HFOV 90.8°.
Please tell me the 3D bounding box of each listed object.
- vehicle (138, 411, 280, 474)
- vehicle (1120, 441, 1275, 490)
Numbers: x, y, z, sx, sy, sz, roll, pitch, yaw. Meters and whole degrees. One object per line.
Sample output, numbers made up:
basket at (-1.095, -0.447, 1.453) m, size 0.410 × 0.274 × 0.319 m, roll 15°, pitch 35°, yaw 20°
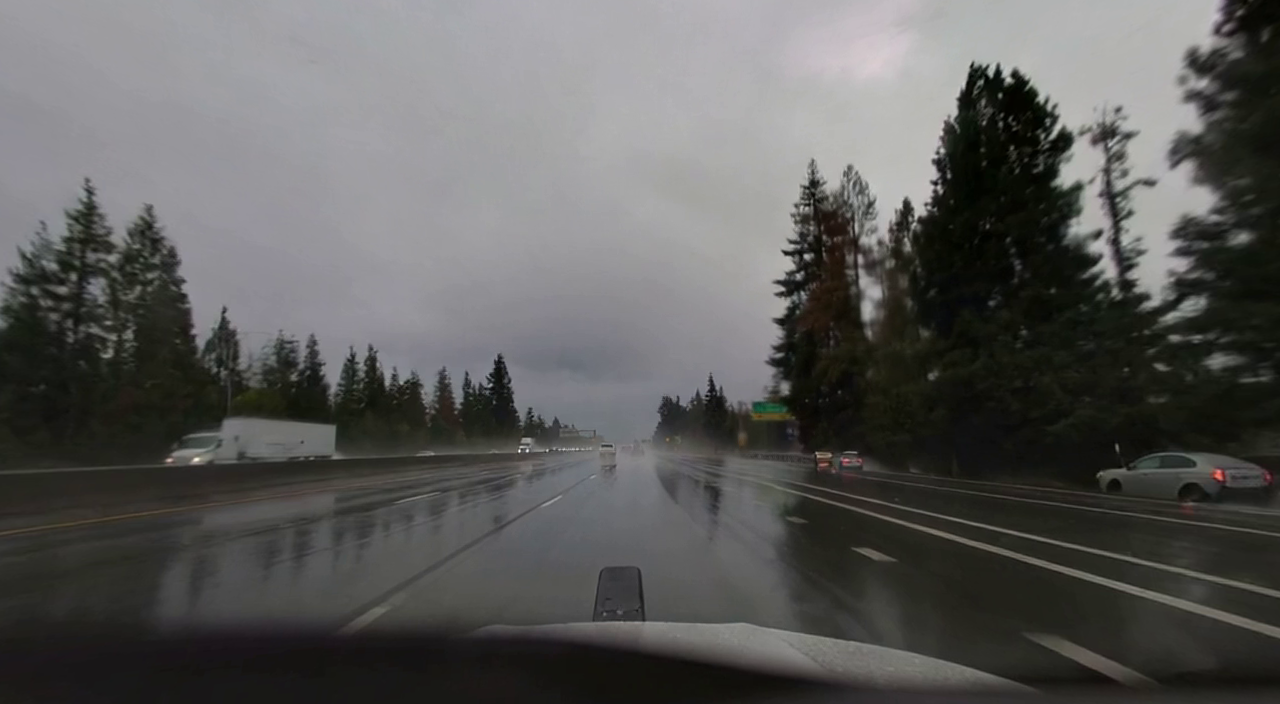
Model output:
vehicle at (-29.701, 6.429, 44.366) m, size 2.905 × 3.853 × 10.269 m, roll 0°, pitch -9°, yaw -2°
vehicle at (18.888, 3.834, 21.650) m, size 1.927 × 1.496 × 3.915 m, roll -1°, pitch -9°, yaw 6°
